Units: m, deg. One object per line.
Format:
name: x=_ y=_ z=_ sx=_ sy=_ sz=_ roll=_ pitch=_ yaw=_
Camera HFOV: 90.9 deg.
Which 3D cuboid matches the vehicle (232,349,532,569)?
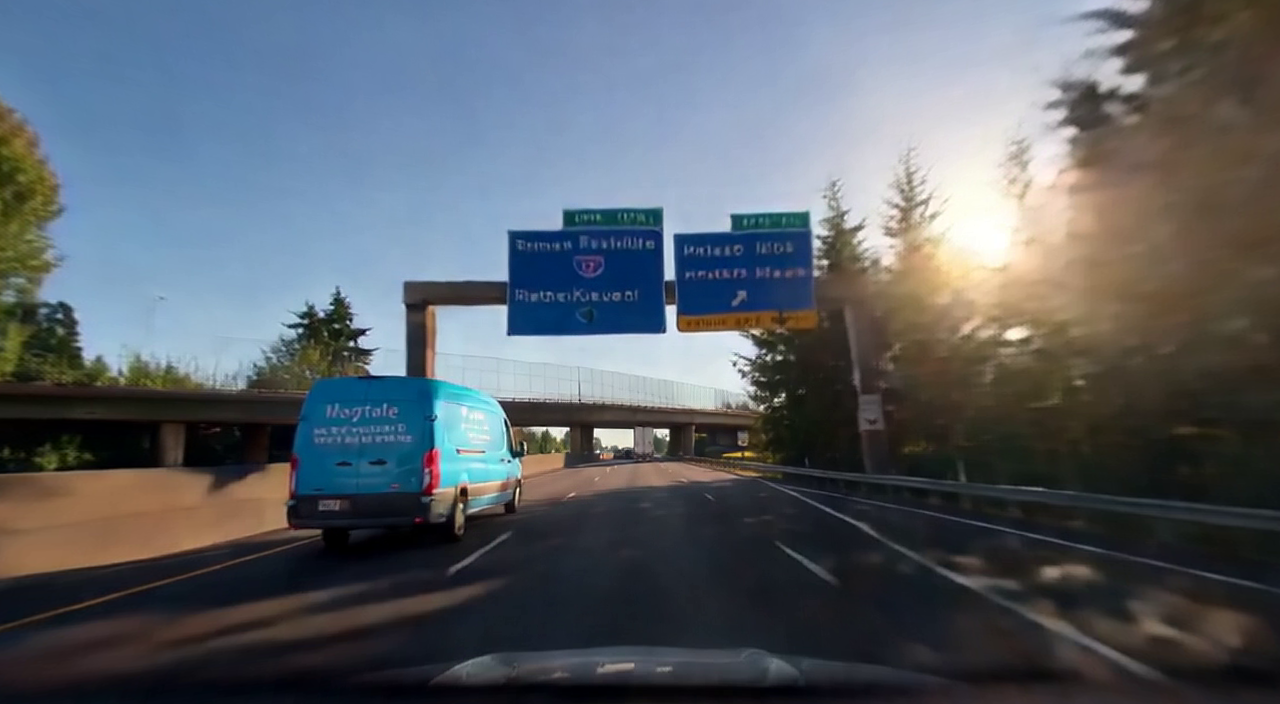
vehicle: x=-3.688 y=1.801 z=11.130 sx=2.320 sy=2.636 sz=7.021 roll=0 pitch=-9 yaw=0
